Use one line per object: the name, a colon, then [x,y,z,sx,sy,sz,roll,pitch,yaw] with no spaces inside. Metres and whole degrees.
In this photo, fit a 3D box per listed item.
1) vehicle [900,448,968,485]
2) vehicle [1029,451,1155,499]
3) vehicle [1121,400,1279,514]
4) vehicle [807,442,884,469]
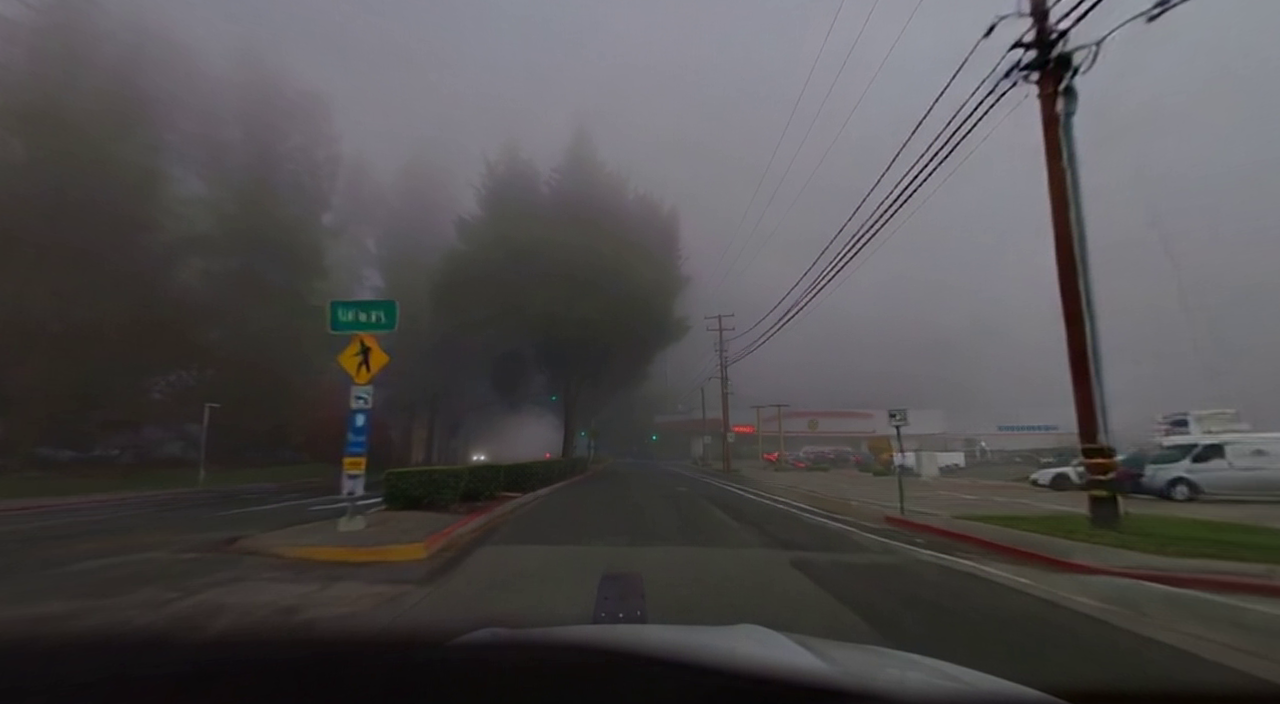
vehicle: [16.534,6.359,35.418,2.086,1.845,4.694,-8,-11,41]
vehicle: [18.024,4.862,25.503,2.041,1.674,4.301,2,-9,2]
vehicle: [17.932,3.074,18.769,2.642,2.930,5.826,0,-8,1]
vehicle: [15.193,7.690,46.859,4.996,1.720,2.027,1,-12,2]
